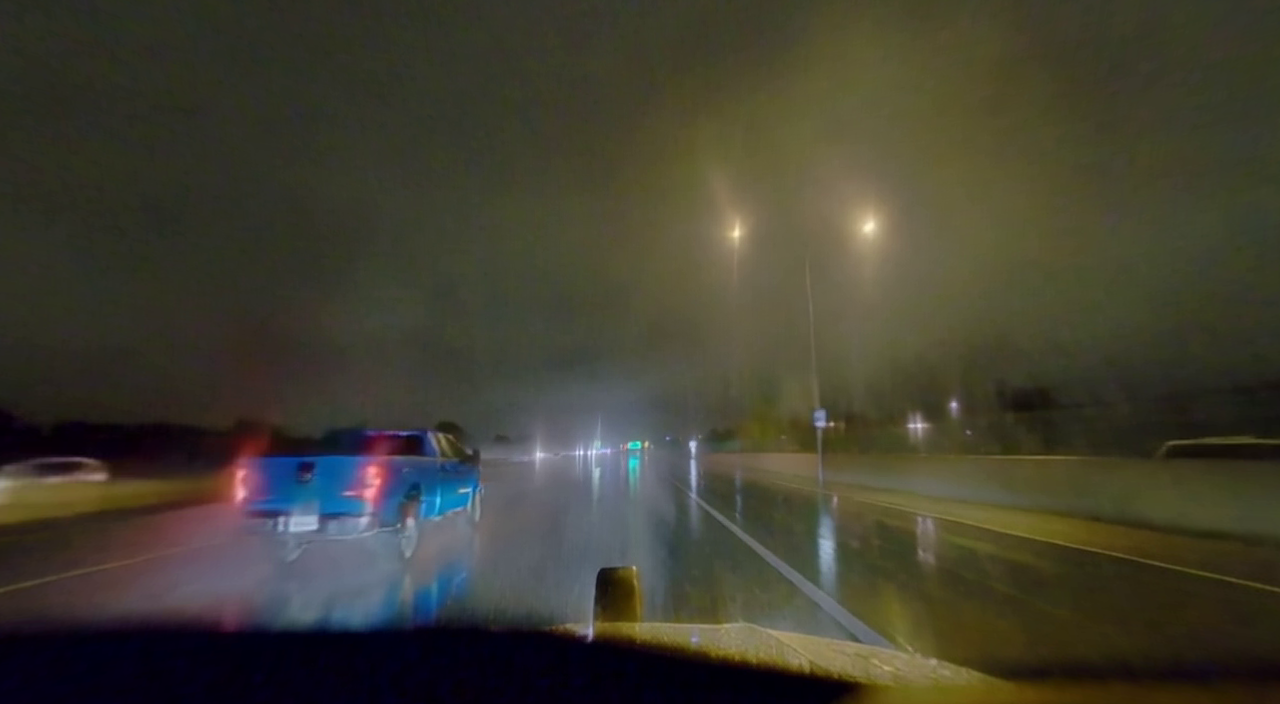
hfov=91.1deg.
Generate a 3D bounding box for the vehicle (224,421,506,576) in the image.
[{"bbox_3d":[-3.561,1.990,9.329,2.152,1.717,4.423,0,-9,0],"label":"vehicle"}]
